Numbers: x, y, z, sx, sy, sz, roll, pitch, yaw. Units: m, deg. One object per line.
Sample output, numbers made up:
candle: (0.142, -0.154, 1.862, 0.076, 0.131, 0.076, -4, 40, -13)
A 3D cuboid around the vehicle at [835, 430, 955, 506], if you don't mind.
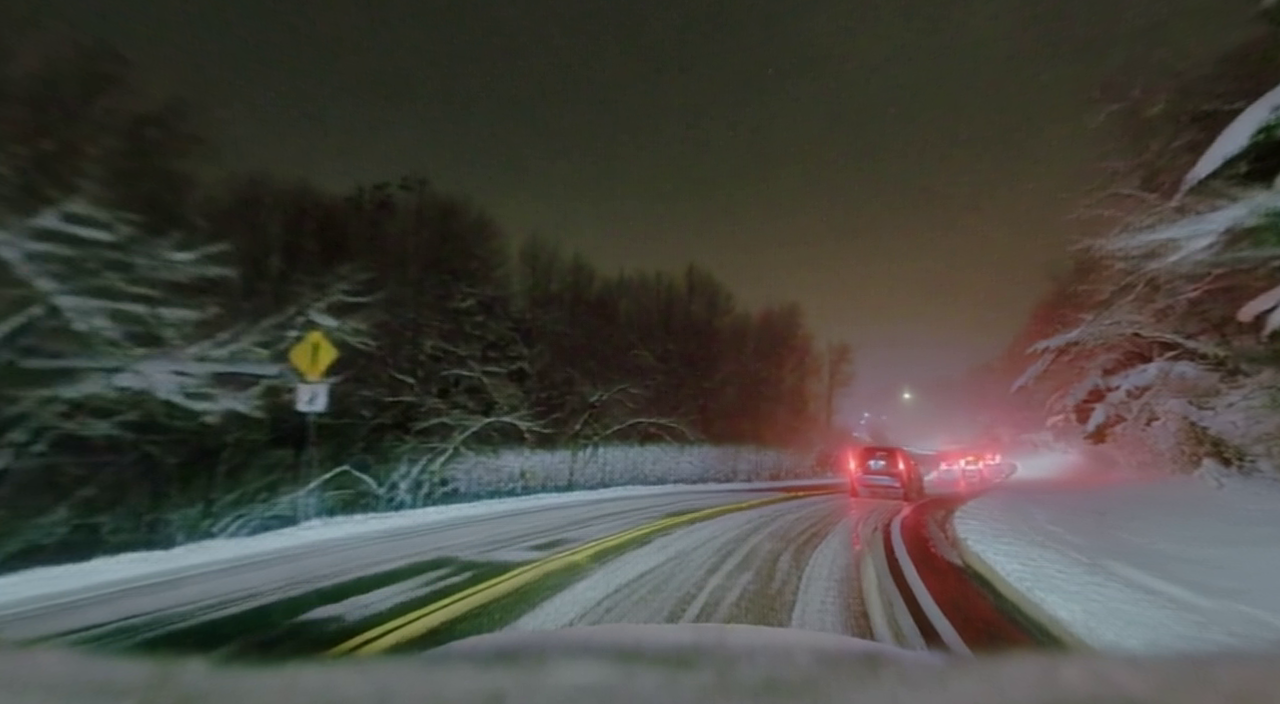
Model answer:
vehicle: (8.116, 3.497, 19.673, 2.500, 1.961, 5.637, -4, -10, 31)
